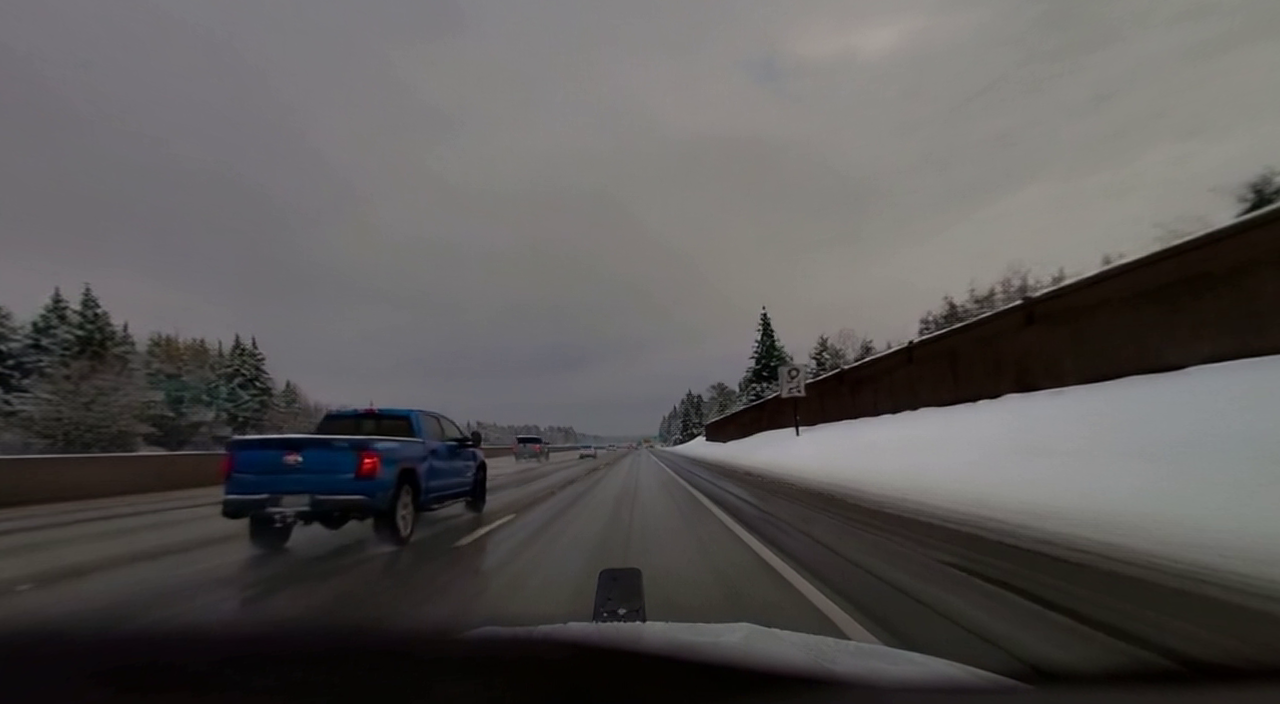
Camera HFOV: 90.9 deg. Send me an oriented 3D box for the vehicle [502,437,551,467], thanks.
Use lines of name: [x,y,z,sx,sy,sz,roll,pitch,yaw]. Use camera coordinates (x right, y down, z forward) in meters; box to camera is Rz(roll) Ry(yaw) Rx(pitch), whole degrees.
vehicle: [-7.850,6.989,44.283,2.351,1.922,6.335,0,-8,0]

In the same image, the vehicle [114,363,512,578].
vehicle: [-3.961,1.662,9.604,2.604,2.170,6.271,0,-8,1]
